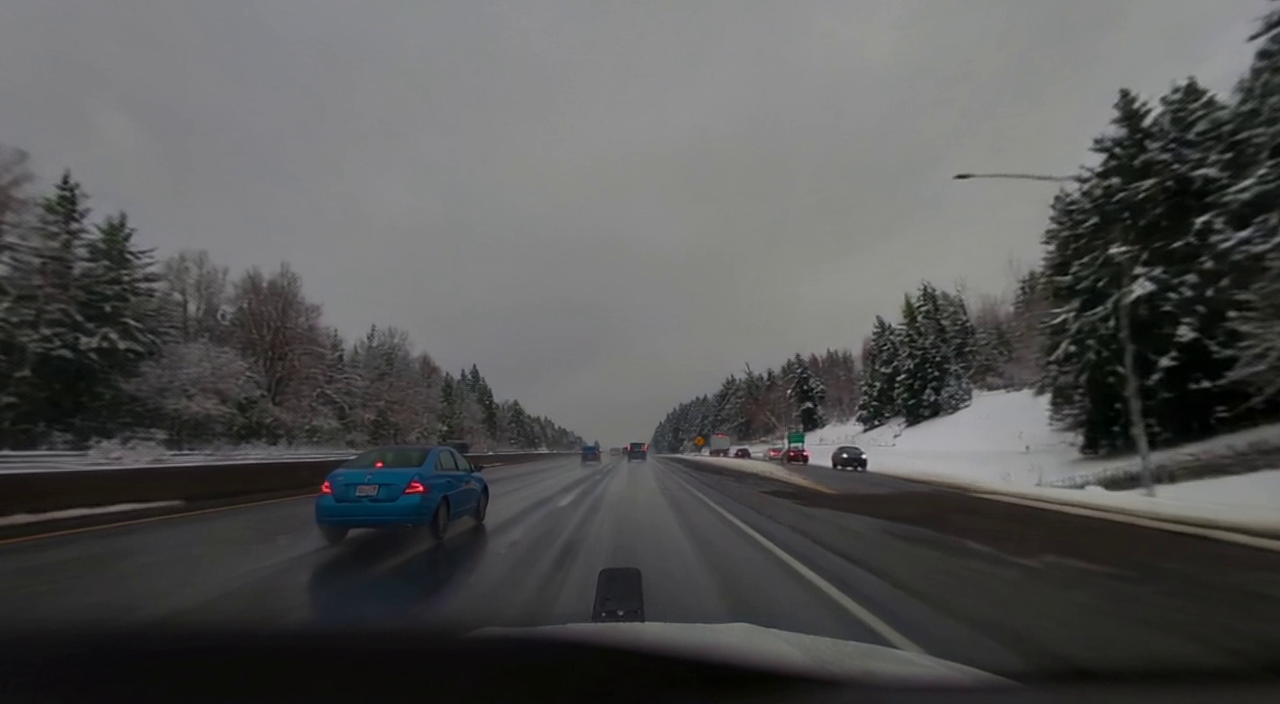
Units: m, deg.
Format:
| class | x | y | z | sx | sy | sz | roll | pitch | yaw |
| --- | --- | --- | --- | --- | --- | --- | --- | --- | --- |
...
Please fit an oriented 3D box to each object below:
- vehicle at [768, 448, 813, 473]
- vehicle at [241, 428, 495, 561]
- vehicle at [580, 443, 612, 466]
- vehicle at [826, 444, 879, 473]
| class | x | y | z | sx | sy | sz | roll | pitch | yaw |
| --- | --- | --- | --- | --- | --- | --- | --- | --- | --- |
| vehicle | 9.637 | 6.947 | 40.774 | 1.940 | 1.496 | 4.992 | -1 | -9 | 3 |
| vehicle | -3.707 | 2.010 | 9.613 | 2.020 | 1.554 | 4.137 | 0 | -9 | 0 |
| vehicle | -3.436 | 8.093 | 49.838 | 2.206 | 1.683 | 4.300 | 0 | -9 | 0 |
| vehicle | 14.259 | 7.186 | 42.737 | 2.278 | 1.816 | 5.666 | -1 | -9 | 7 |
